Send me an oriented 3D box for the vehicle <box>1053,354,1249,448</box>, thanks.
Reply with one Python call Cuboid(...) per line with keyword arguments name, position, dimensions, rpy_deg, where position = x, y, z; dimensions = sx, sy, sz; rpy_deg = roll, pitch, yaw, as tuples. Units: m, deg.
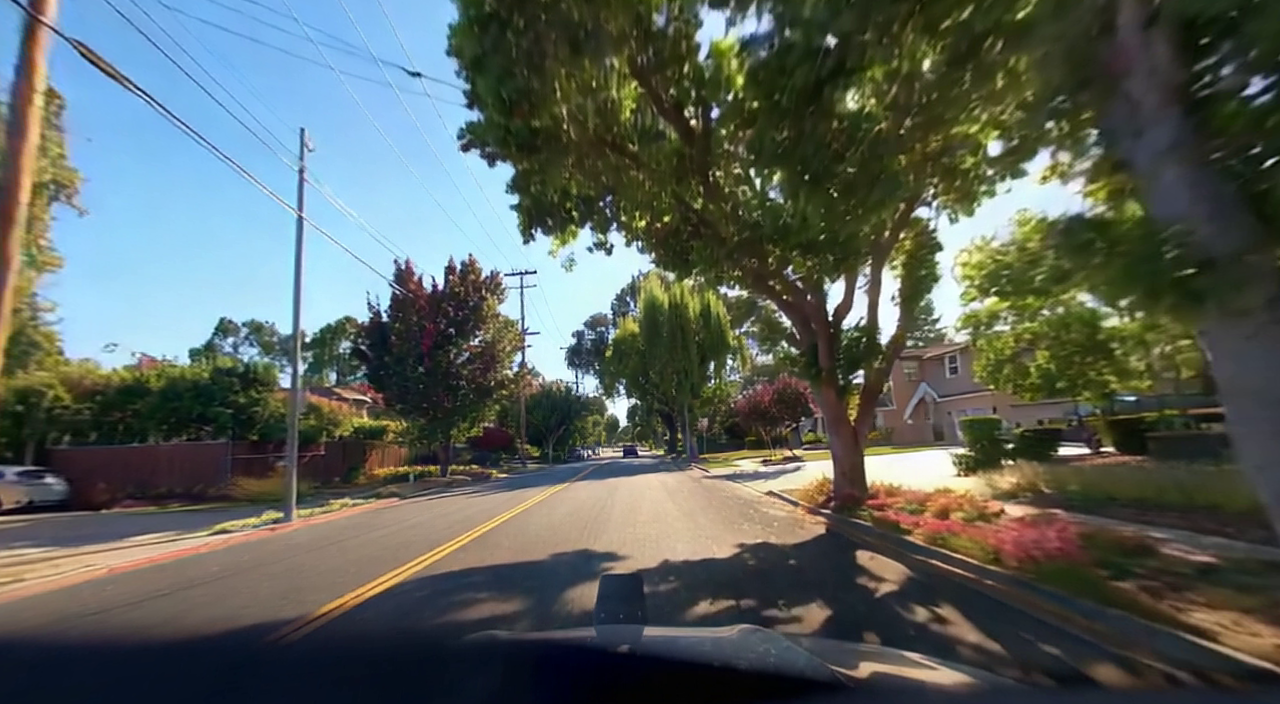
Cuboid(name="vehicle", position=(21.385, 2.319, 27.175), dimensions=(2.918, 3.393, 7.033), rpy_deg=(-3, -9, 7))
